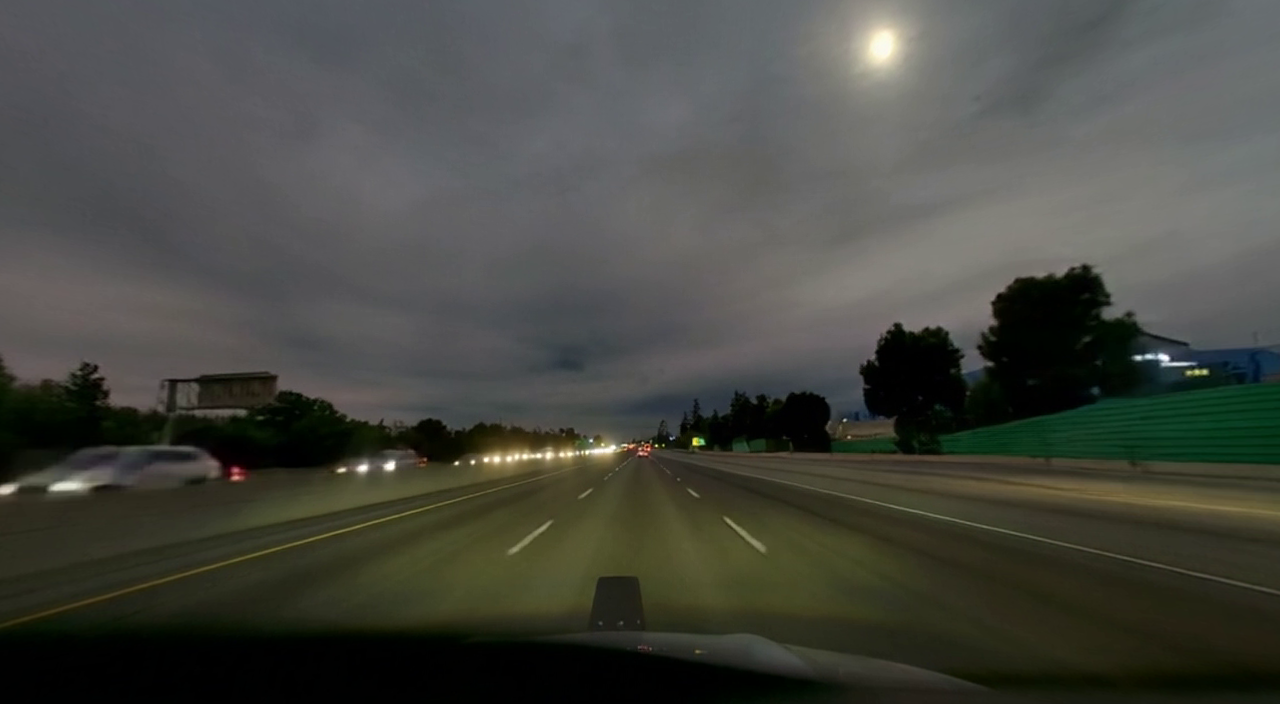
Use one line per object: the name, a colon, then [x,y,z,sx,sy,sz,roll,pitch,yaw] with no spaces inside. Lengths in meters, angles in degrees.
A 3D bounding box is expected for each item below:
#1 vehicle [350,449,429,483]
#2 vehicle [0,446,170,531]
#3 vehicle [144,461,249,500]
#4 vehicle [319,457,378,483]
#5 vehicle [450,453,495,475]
vehicle: [-12.045,5.485,30.636,1.986,1.494,4.310,0,-9,1]
vehicle: [-11.875,2.640,12.663,1.796,1.442,3.938,0,-9,0]
vehicle: [-19.907,5.761,28.529,1.819,1.524,3.973,0,-9,0]
vehicle: [-19.556,7.887,42.507,1.911,1.582,4.406,0,-9,-1]
vehicle: [-12.247,8.193,46.260,1.971,1.437,4.488,0,-9,1]
